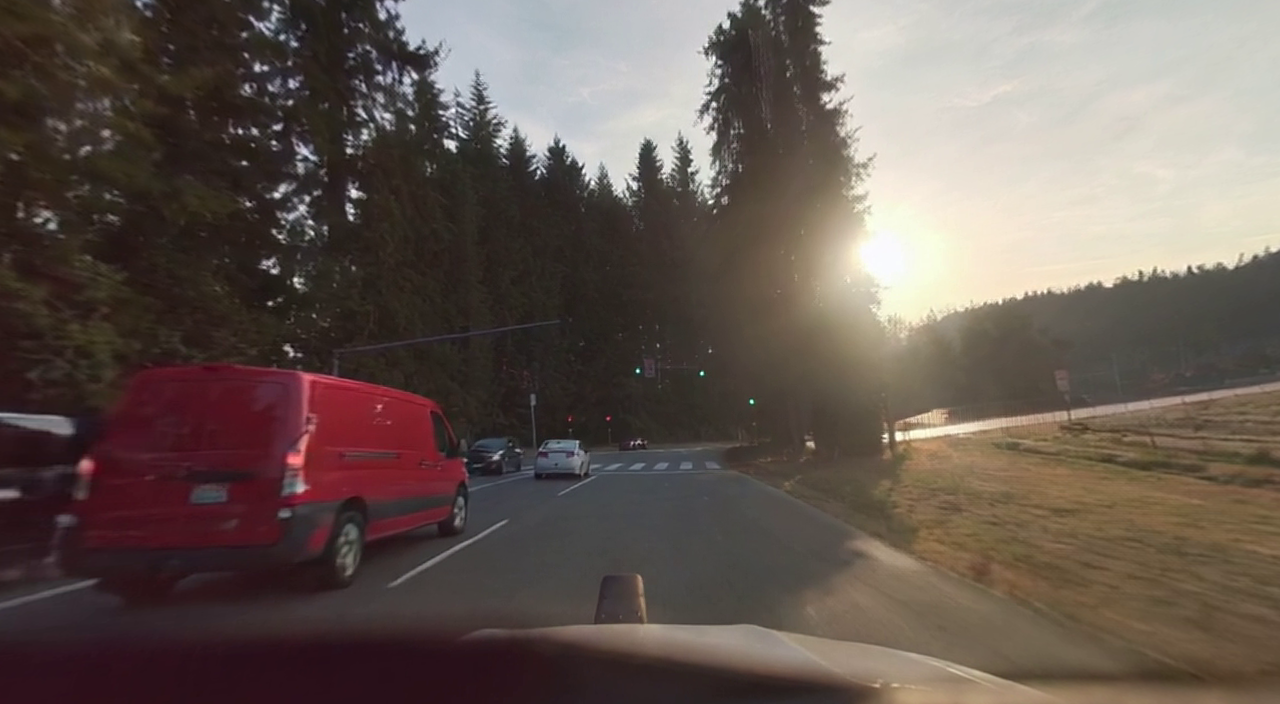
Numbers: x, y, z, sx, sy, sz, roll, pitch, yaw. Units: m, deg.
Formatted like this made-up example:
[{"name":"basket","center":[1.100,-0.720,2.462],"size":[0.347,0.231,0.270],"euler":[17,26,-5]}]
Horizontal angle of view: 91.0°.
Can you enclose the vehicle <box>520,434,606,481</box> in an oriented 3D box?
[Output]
[{"name":"vehicle","center":[-2.620,3.751,22.668],"size":[2.088,1.484,4.572],"euler":[-1,-8,6]}]

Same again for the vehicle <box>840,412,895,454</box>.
[{"name":"vehicle","center":[10.896,3.904,30.071],"size":[2.434,1.886,1.216],"euler":[6,-10,-35]}]

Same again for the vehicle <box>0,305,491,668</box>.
[{"name":"vehicle","center":[-3.382,1.156,6.451],"size":[2.362,2.185,5.212],"euler":[0,-8,1]}]
